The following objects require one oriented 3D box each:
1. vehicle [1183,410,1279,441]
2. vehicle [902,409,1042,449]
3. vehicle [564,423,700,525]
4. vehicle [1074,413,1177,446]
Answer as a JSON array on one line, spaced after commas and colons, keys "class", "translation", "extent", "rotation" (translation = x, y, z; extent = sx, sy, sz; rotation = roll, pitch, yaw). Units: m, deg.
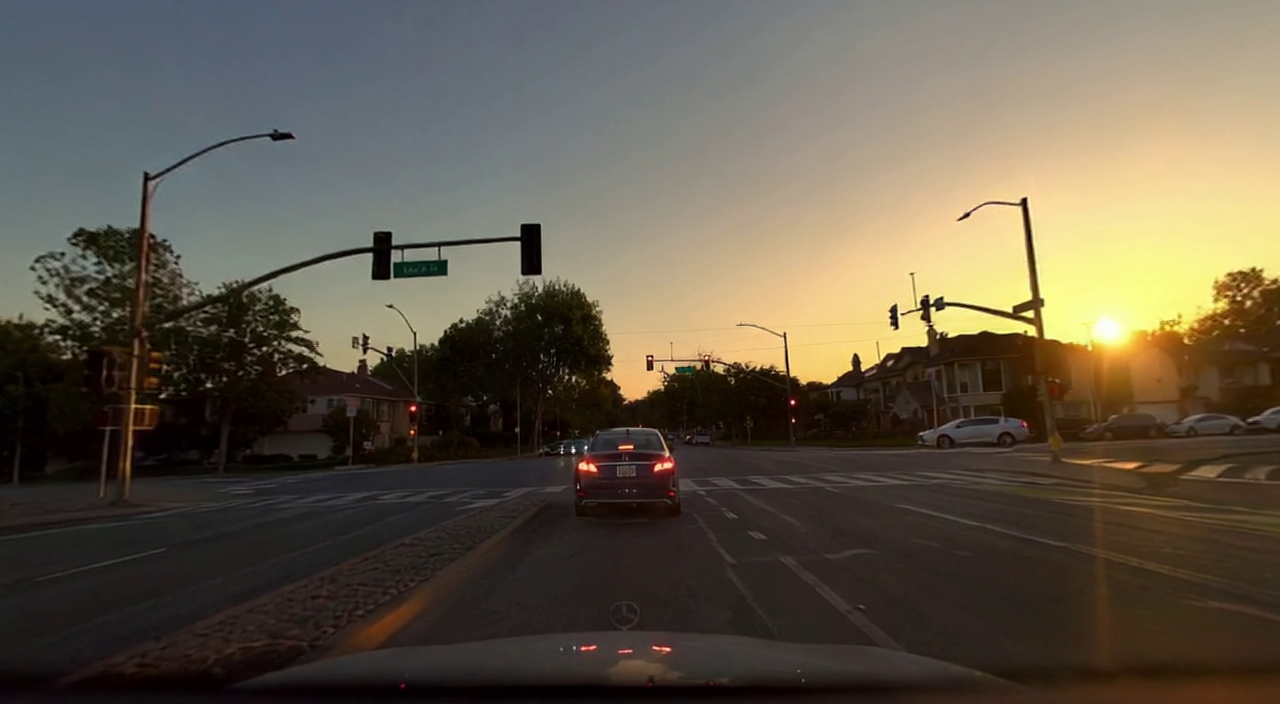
[{"class": "vehicle", "translation": [35.932, 4.421, 37.984], "extent": [4.735, 1.784, 2.094], "rotation": [1, -7, -3]}, {"class": "vehicle", "translation": [17.881, 4.201, 34.355], "extent": [6.025, 2.000, 2.876], "rotation": [1, -7, -2]}, {"class": "vehicle", "translation": [0.042, 2.180, 11.953], "extent": [2.074, 1.570, 3.647], "rotation": [0, -8, 7]}, {"class": "vehicle", "translation": [28.671, 4.593, 37.402], "extent": [4.557, 1.899, 1.996], "rotation": [1, -8, -5]}]
